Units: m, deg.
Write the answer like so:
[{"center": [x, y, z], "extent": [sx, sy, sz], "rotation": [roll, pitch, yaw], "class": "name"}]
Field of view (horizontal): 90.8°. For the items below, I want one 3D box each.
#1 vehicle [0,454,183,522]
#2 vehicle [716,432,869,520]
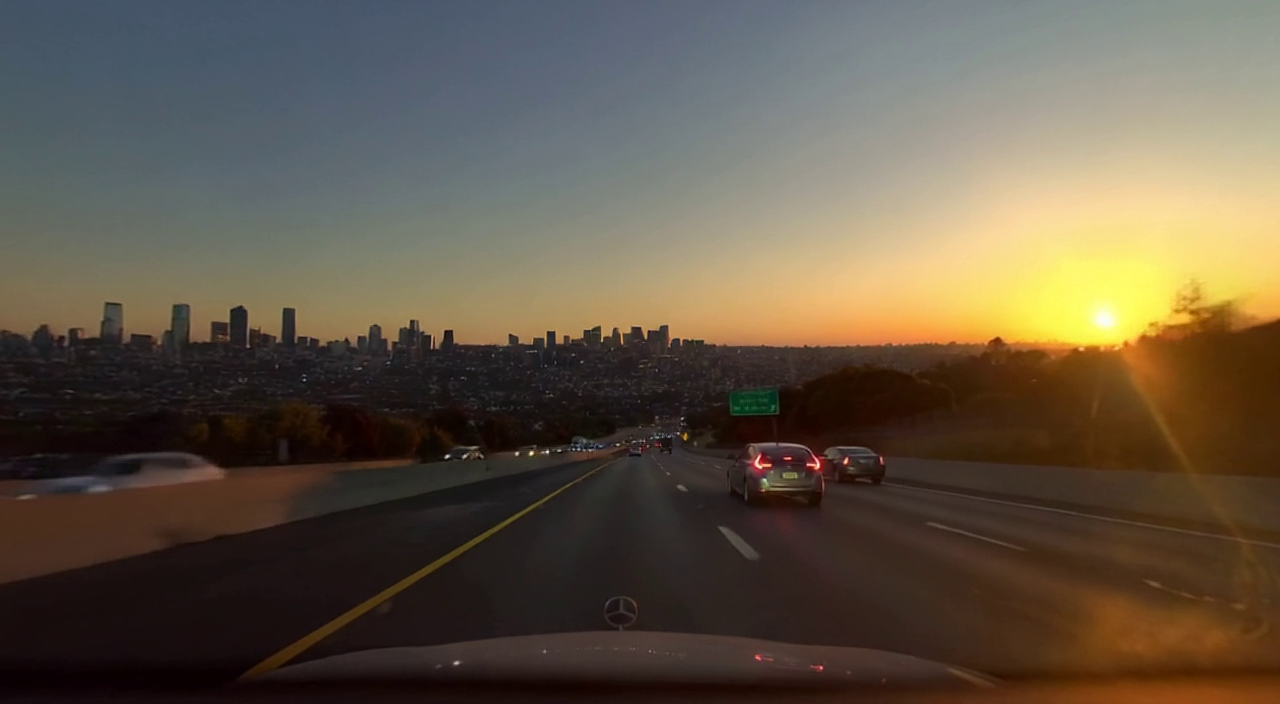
[{"center": [-15.018, 3.503, 16.872], "extent": [1.974, 1.491, 4.688], "rotation": [0, -8, 2], "class": "vehicle"}, {"center": [2.951, 2.513, 13.404], "extent": [1.982, 1.533, 4.612], "rotation": [0, -8, -2], "class": "vehicle"}]
